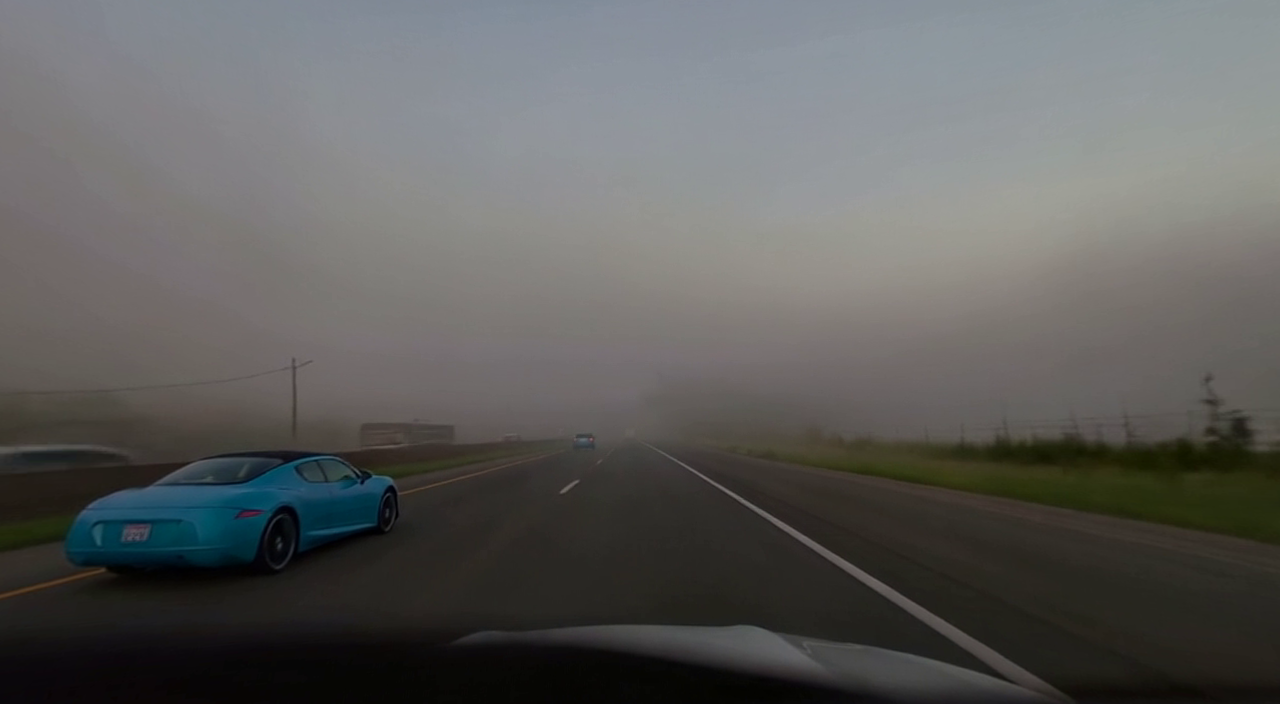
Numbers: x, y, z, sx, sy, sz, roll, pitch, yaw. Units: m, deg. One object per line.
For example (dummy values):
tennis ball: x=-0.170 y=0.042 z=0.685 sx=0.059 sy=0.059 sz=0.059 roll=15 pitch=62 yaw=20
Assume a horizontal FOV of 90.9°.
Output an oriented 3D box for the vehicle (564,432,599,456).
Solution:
vehicle: x=-3.754 y=5.979 z=41.012 sx=2.024 sy=1.456 sz=3.754 roll=0 pitch=-8 yaw=-1

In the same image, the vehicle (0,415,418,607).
vehicle: x=-4.135 y=1.472 z=6.855 sx=1.969 sy=1.413 sz=4.194 roll=0 pitch=-8 yaw=-1
